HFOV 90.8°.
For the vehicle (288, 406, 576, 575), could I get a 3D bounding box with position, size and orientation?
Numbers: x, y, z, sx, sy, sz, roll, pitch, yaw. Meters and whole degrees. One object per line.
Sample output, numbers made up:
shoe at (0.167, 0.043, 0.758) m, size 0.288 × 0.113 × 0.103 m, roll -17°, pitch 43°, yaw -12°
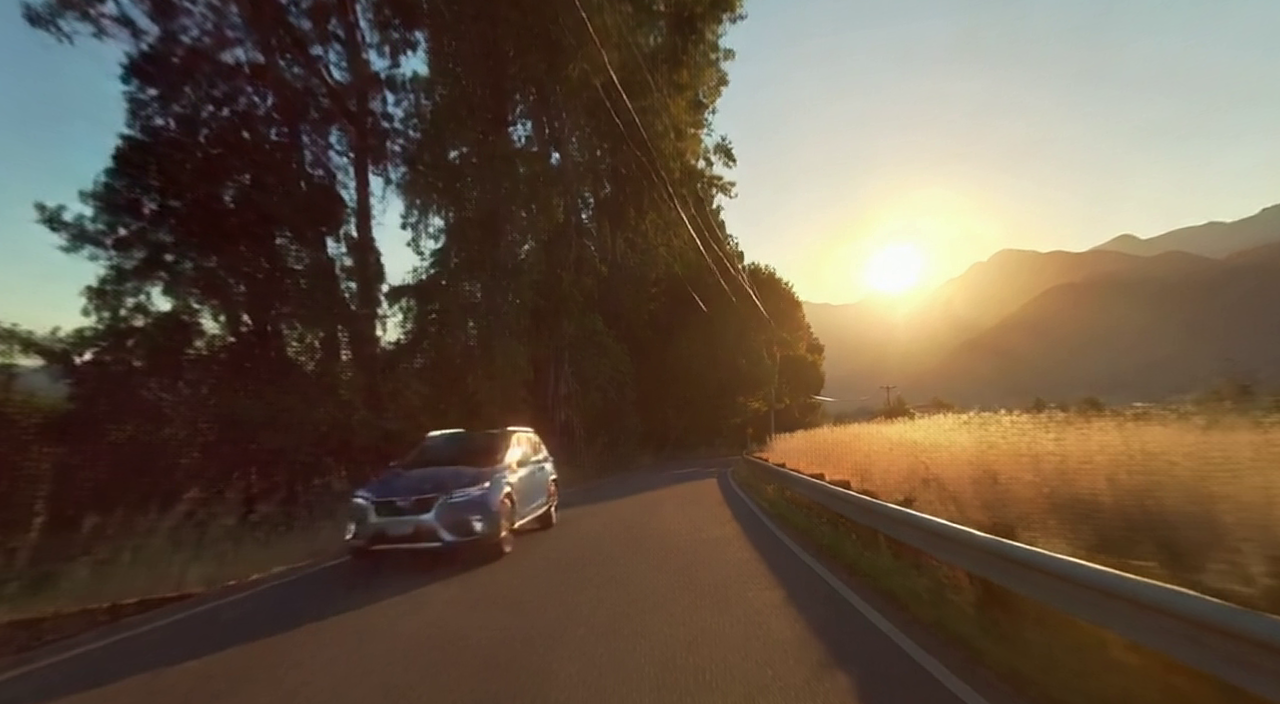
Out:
vehicle at (-2.534, 1.864, 9.350) m, size 2.251 × 1.799 × 4.776 m, roll -1°, pitch -9°, yaw 6°
